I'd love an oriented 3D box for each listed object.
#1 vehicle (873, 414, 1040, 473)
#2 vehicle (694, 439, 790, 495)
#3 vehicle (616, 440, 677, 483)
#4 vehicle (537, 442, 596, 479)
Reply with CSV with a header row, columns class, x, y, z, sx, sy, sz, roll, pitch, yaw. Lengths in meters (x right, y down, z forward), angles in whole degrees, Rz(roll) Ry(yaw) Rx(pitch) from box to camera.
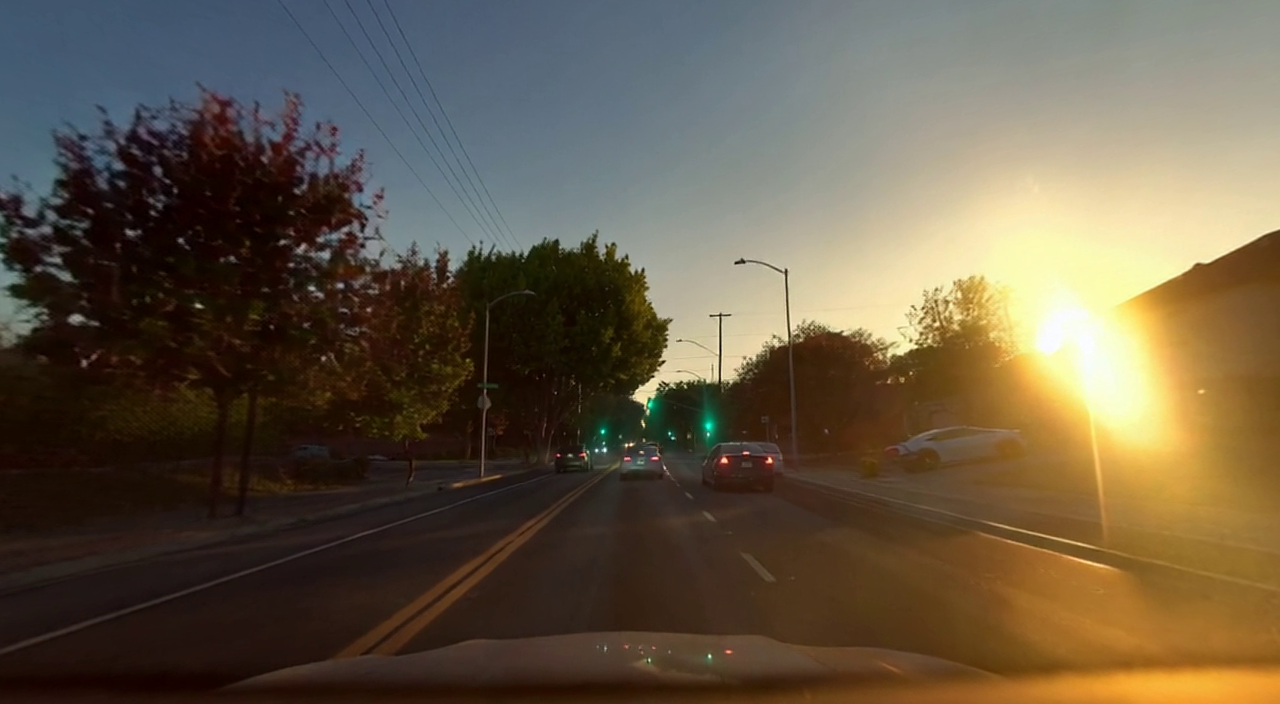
class,x,y,z,sx,sy,sz,roll,pitch,yaw
vehicle,13.830,4.025,27.855,5.929,1.970,2.381,-5,-8,-2
vehicle,2.964,3.455,19.401,2.158,1.483,4.415,0,-8,-1
vehicle,0.209,4.062,23.744,2.101,1.467,4.210,0,-8,0
vehicle,-3.152,4.766,28.012,2.012,1.505,4.205,0,-8,2
